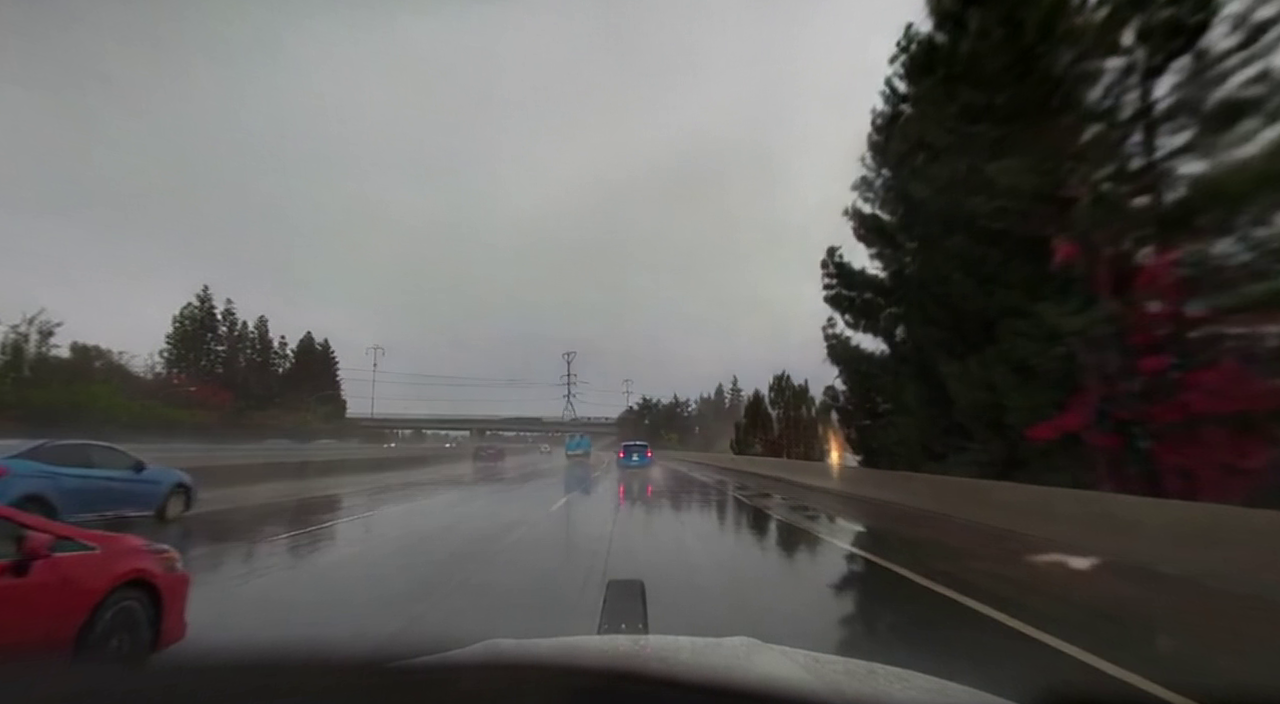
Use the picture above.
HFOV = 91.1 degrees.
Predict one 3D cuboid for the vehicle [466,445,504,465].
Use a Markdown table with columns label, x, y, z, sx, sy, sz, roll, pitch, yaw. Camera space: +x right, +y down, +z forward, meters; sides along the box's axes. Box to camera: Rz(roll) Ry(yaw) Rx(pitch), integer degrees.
| label | x | y | z | sx | sy | sz | roll | pitch | yaw |
| --- | --- | --- | --- | --- | --- | --- | --- | --- | --- |
| vehicle | -11.780 | 7.861 | 47.964 | 1.844 | 1.446 | 4.395 | 0 | -9 | -2 |

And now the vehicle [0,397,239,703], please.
| label | x | y | z | sx | sy | sz | roll | pitch | yaw |
| --- | --- | --- | --- | --- | --- | --- | --- | --- | --- |
| vehicle | -3.746 | 0.832 | 1.862 | 2.035 | 1.514 | 4.600 | 0 | -9 | 0 |

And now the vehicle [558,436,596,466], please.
| label | x | y | z | sx | sy | sz | roll | pitch | yaw |
| --- | --- | --- | --- | --- | --- | --- | --- | --- | --- |
| vehicle | -3.965 | 6.313 | 40.175 | 2.174 | 1.806 | 3.932 | 1 | -9 | -3 |

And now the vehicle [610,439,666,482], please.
| label | x | y | z | sx | sy | sz | roll | pitch | yaw |
| --- | --- | --- | --- | --- | --- | --- | --- | --- | --- |
| vehicle | -0.121 | 4.071 | 23.817 | 1.954 | 1.460 | 3.983 | 0 | -9 | -1 |
